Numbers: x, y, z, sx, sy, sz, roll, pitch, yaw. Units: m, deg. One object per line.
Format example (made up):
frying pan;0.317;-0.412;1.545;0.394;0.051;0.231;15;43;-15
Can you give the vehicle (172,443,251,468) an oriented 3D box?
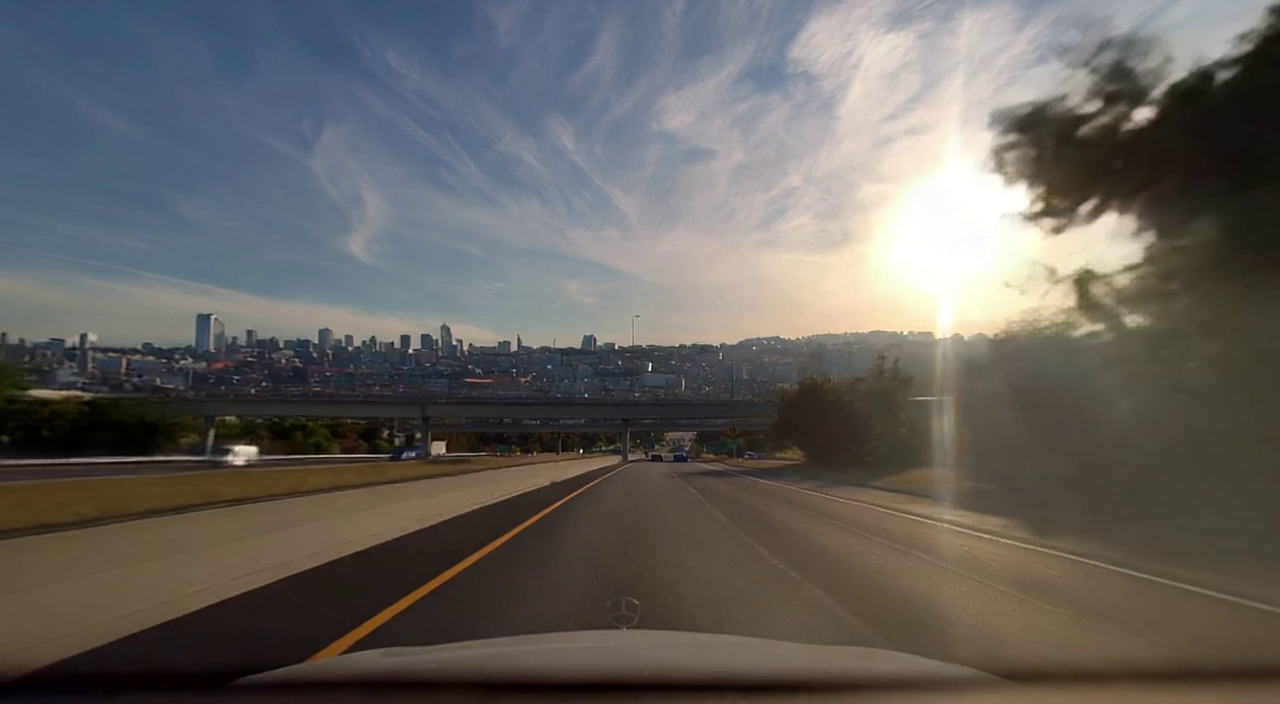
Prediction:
vehicle;-31.846;7.710;47.016;2.167;1.681;5.717;0;-9;-4
